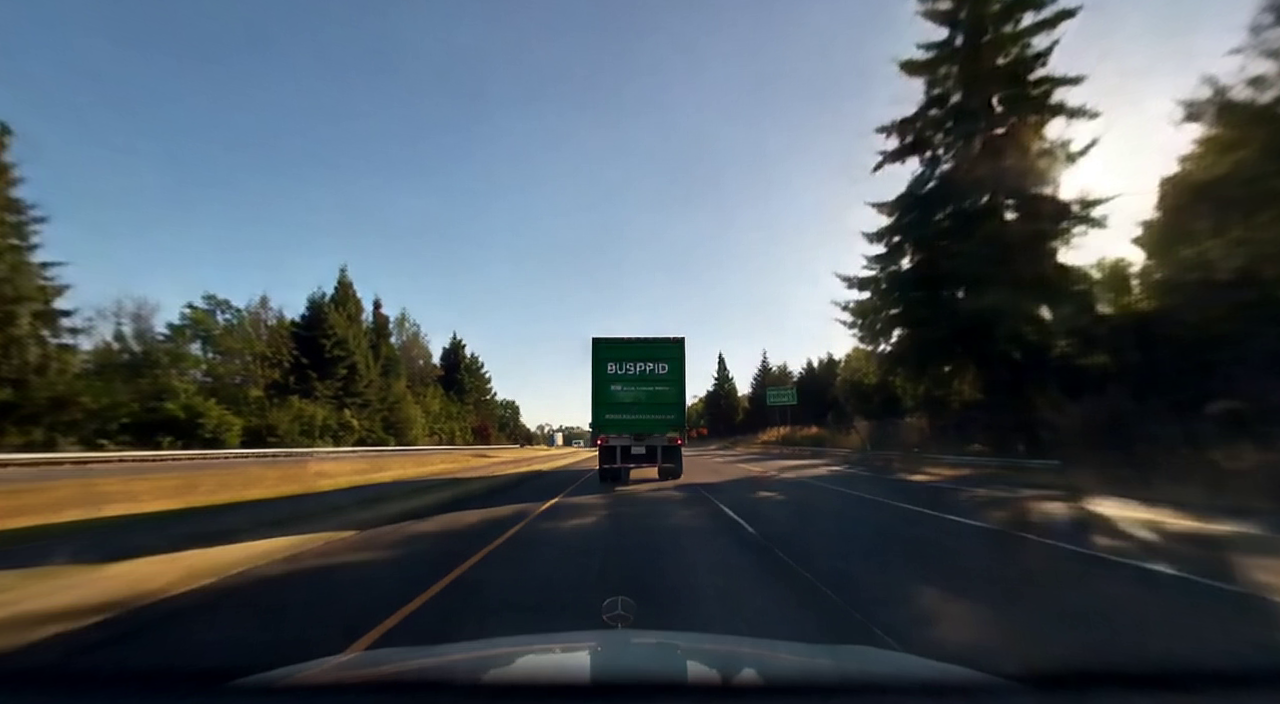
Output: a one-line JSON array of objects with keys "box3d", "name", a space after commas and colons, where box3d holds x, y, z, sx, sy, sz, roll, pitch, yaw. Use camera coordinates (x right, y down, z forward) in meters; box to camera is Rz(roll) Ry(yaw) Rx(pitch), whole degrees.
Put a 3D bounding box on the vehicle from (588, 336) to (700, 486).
[{"box3d": [0.077, 2.108, 20.725, 2.870, 3.911, 8.697, 0, -8, 0], "name": "vehicle"}]
